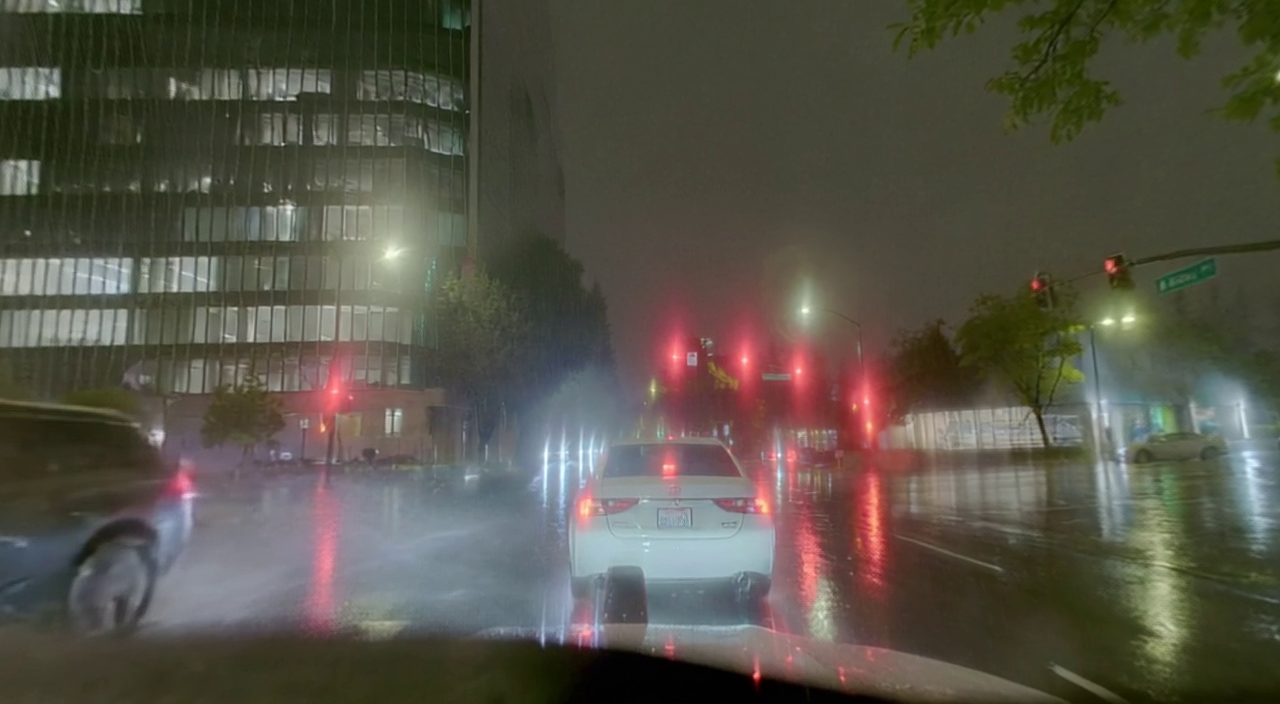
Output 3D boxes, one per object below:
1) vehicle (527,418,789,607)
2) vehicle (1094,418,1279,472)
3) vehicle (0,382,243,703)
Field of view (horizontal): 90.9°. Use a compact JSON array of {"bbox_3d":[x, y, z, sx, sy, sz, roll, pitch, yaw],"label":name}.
[{"bbox_3d":[-0.143,1.653,7.492,1.893,1.532,4.145,2,-9,-16],"label":"vehicle"},{"bbox_3d":[19.122,3.270,22.220,4.675,1.772,1.945,0,-8,0],"label":"vehicle"},{"bbox_3d":[-4.465,1.014,3.148,2.006,1.756,4.599,0,-8,-1],"label":"vehicle"}]
